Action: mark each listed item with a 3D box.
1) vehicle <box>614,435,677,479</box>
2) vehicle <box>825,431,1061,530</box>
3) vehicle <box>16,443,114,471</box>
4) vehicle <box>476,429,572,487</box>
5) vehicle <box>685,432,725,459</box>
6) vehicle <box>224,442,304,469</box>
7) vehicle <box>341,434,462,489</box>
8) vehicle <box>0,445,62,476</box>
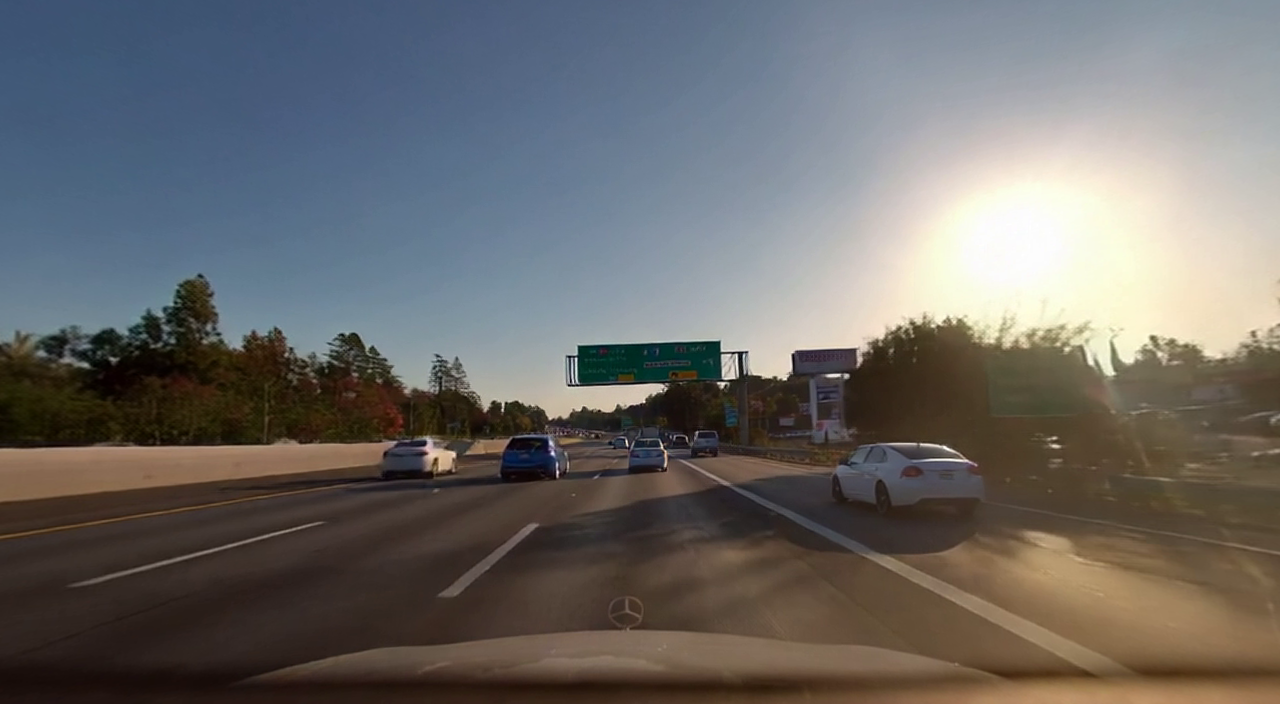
[{"bbox_3d":[0.197,3.842,23.260,2.113,1.464,4.073,0,-8,0],"label":"vehicle"},{"bbox_3d":[5.142,2.231,11.568,2.030,1.442,4.358,0,-8,-2],"label":"vehicle"},{"bbox_3d":[-36.484,6.636,40.192,1.945,1.634,4.540,0,-8,0],"label":"vehicle"},{"bbox_3d":[-3.487,3.316,20.023,1.927,1.586,5.142,0,-8,1],"label":"vehicle"},{"bbox_3d":[4.529,6.631,44.824,2.261,1.781,4.709,0,-8,-1],"label":"vehicle"},{"bbox_3d":[-21.604,5.965,36.475,1.832,1.460,4.430,0,-8,1],"label":"vehicle"},{"bbox_3d":[-7.199,3.331,19.584,1.932,1.497,4.458,0,-8,1],"label":"vehicle"},{"bbox_3d":[-32.865,5.543,32.478,1.807,1.530,4.546,0,-8,0],"label":"vehicle"}]
